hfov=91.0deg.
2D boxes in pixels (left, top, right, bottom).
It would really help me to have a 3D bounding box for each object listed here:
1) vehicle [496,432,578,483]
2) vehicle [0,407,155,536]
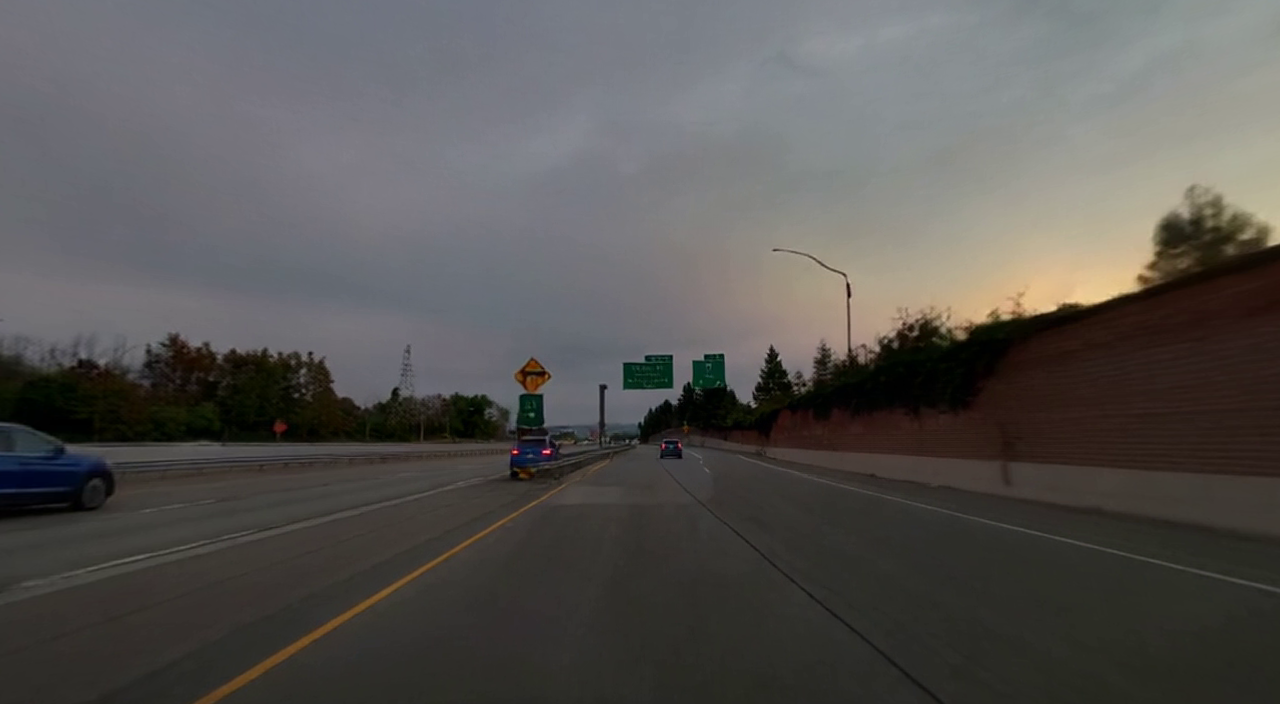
[{"bbox_3d":[-3.671,3.884,23.453,2.151,1.707,4.759,0,-9,1],"label":"vehicle"},{"bbox_3d":[-9.146,1.539,8.108,2.025,1.618,4.683,0,-9,0],"label":"vehicle"}]
